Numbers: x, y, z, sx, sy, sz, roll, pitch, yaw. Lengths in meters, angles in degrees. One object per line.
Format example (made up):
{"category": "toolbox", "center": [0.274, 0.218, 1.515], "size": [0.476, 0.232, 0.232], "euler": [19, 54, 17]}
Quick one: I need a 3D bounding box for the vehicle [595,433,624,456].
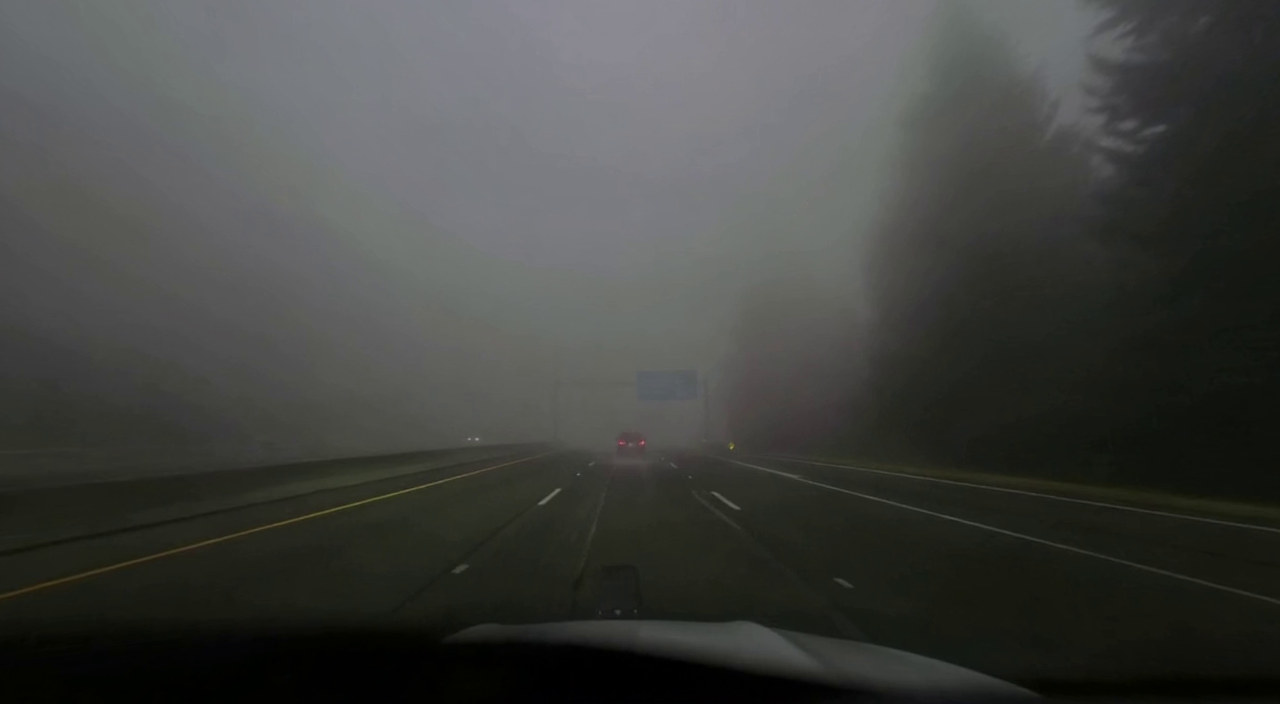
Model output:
{"category": "vehicle", "center": [-2.135, 6.547, 44.617], "size": [1.993, 1.519, 4.046], "euler": [0, -8, -2]}
